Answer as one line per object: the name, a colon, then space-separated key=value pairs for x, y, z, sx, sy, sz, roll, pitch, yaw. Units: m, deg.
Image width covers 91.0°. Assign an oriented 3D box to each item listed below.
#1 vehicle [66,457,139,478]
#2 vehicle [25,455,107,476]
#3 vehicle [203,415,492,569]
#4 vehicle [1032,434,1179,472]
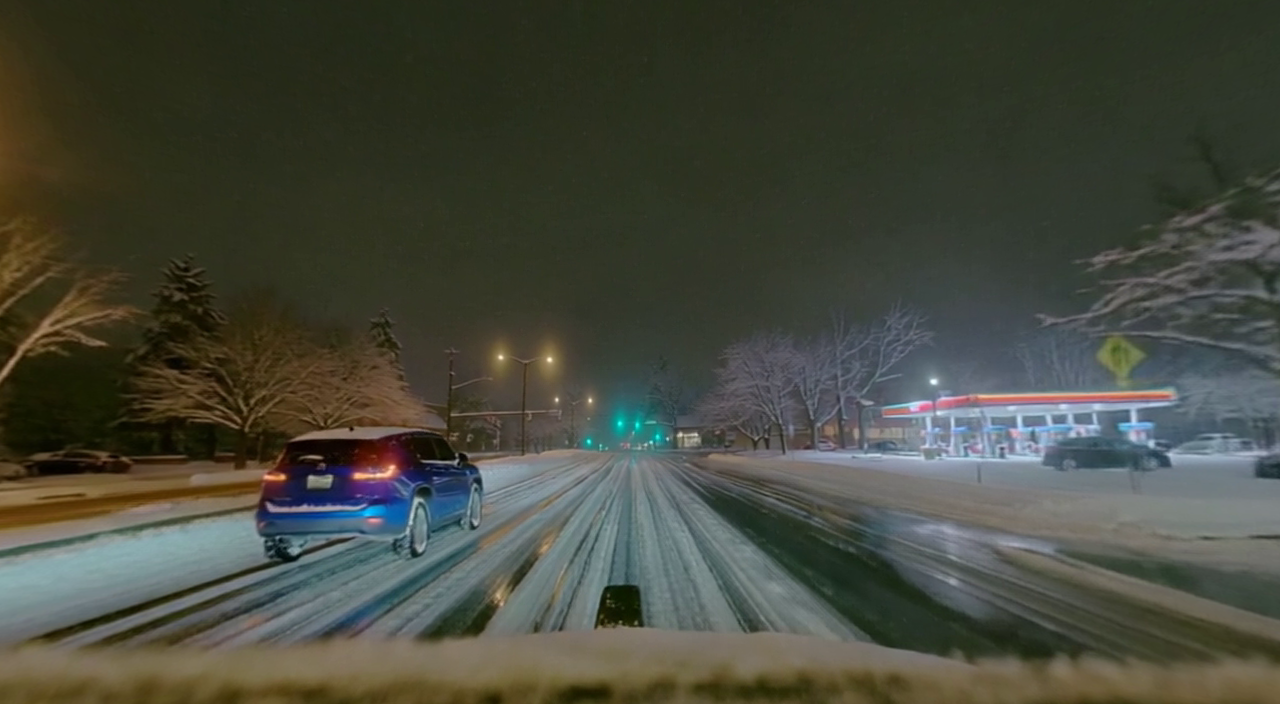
vehicle: x=-39.334 y=8.463 z=46.167 sx=1.622 sy=1.345 sz=4.259 roll=0 pitch=-9 yaw=-1
vehicle: x=-42.033 y=8.301 z=46.225 sx=1.770 sy=1.405 sz=4.502 roll=0 pitch=-9 yaw=0
vehicle: x=-3.736 y=1.875 z=9.254 sx=2.039 sy=1.656 sz=4.710 roll=0 pitch=-9 yaw=-1
vehicle: x=18.583 y=4.058 z=25.276 sx=4.398 sy=1.457 sz=1.806 roll=0 pitch=-9 yaw=2
